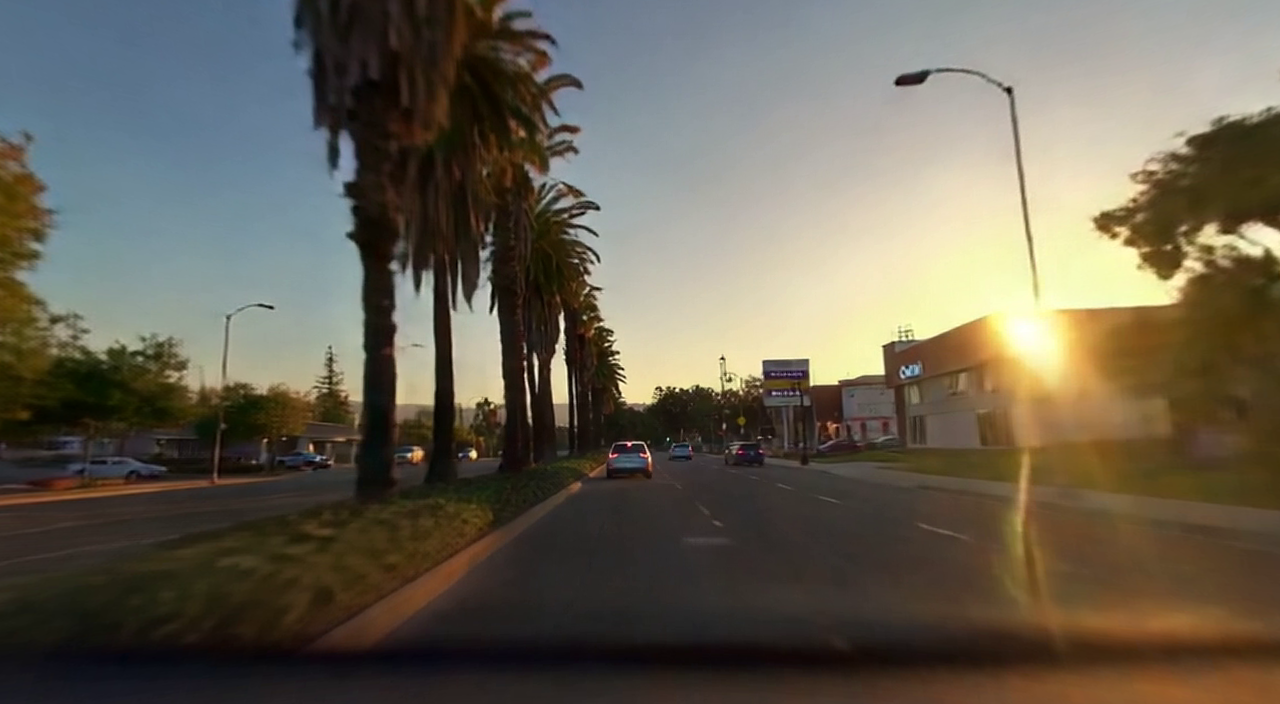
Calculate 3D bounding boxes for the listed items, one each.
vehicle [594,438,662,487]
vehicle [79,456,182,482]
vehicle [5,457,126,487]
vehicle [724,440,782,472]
[{"bbox_3d":[-0.367,3.727,21.611,2.106,1.496,3.964,0,-9,0],"label":"vehicle"},{"bbox_3d":[-30.163,6.930,37.526,4.345,1.476,1.937,0,-9,-2],"label":"vehicle"},{"bbox_3d":[-30.972,6.458,34.158,4.544,1.533,2.026,0,-9,0],"label":"vehicle"},{"bbox_3d":[6.099,5.660,34.657,2.244,1.618,4.585,0,-9,-2],"label":"vehicle"}]
